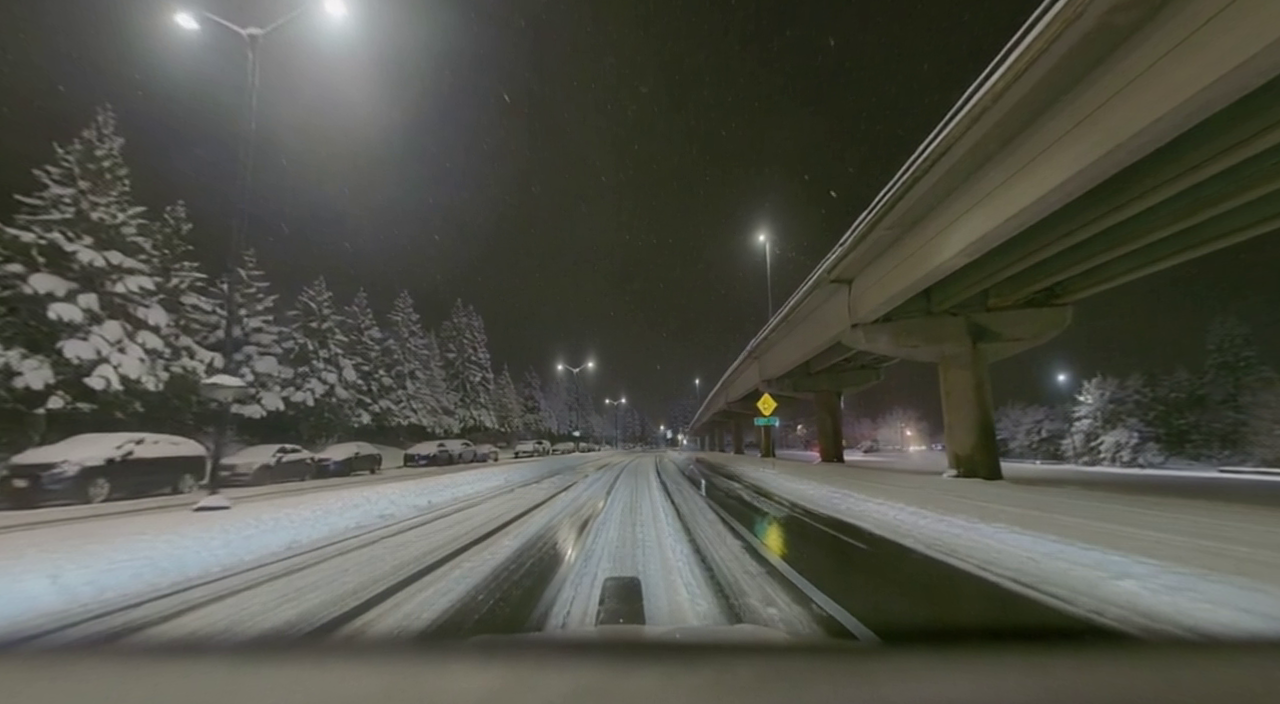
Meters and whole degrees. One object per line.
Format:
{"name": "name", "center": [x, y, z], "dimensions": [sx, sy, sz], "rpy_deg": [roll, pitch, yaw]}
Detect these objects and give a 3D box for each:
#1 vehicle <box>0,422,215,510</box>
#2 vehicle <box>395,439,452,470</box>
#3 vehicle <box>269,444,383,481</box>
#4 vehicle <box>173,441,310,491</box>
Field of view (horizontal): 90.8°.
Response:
{"name": "vehicle", "center": [-14.360, 2.993, 16.860], "dimensions": [2.074, 1.910, 5.314], "rpy_deg": [2, -10, 2]}
{"name": "vehicle", "center": [-13.372, 6.360, 39.337], "dimensions": [1.903, 1.703, 4.346], "rpy_deg": [2, -9, 1]}
{"name": "vehicle", "center": [-13.885, 4.890, 28.389], "dimensions": [2.155, 1.477, 5.369], "rpy_deg": [-1, -8, 3]}
{"name": "vehicle", "center": [-13.989, 4.027, 22.521], "dimensions": [1.908, 1.559, 4.301], "rpy_deg": [0, -9, 2]}
